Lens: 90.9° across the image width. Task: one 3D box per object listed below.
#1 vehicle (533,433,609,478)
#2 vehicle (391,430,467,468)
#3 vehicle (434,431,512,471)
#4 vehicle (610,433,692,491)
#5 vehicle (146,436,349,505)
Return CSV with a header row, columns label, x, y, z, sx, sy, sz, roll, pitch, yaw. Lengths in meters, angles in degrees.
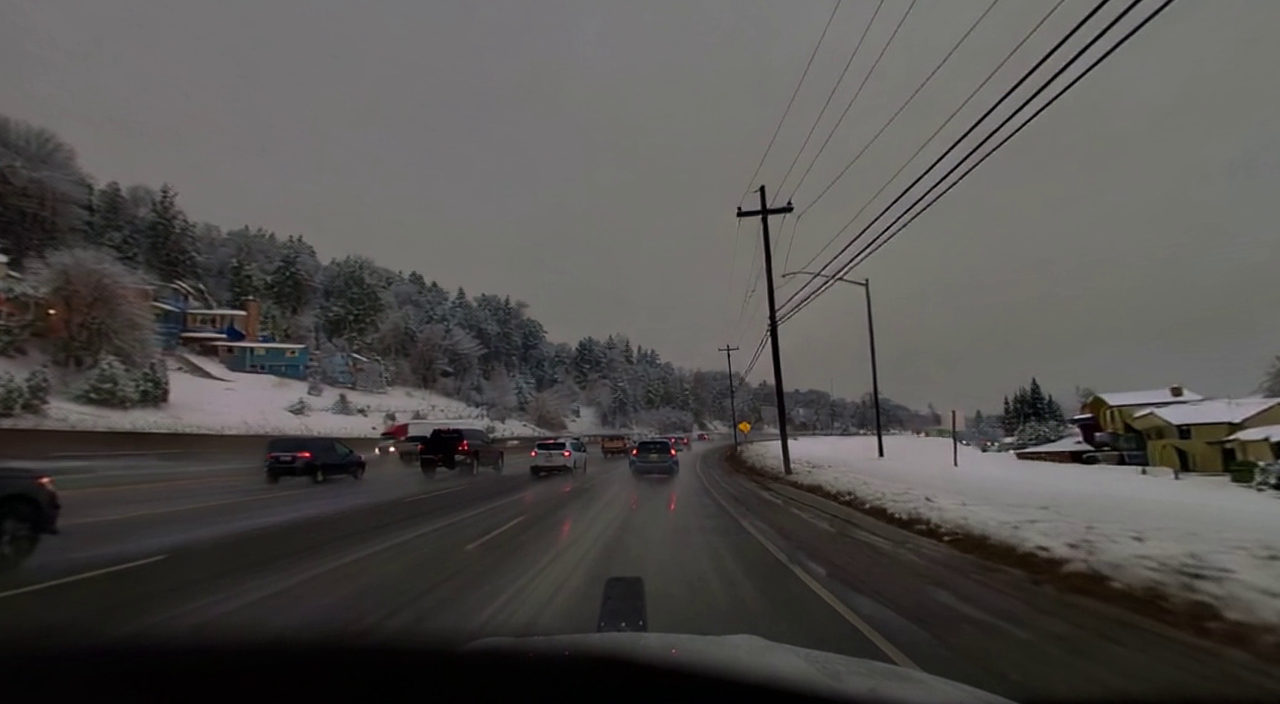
label,x,y,z,sx,sy,sz,roll,pitch,yaw
vehicle,-2.660,4.126,25.478,2.121,1.639,4.383,-1,-8,6
vehicle,-11.775,5.474,35.593,2.105,1.971,4.868,-1,-8,7
vehicle,-8.125,4.862,31.160,2.080,1.833,4.461,-1,-8,8
vehicle,0.386,3.150,18.425,2.109,1.495,3.935,-1,-8,3
vehicle,-9.618,2.905,16.000,1.959,1.469,4.450,-1,-8,6
